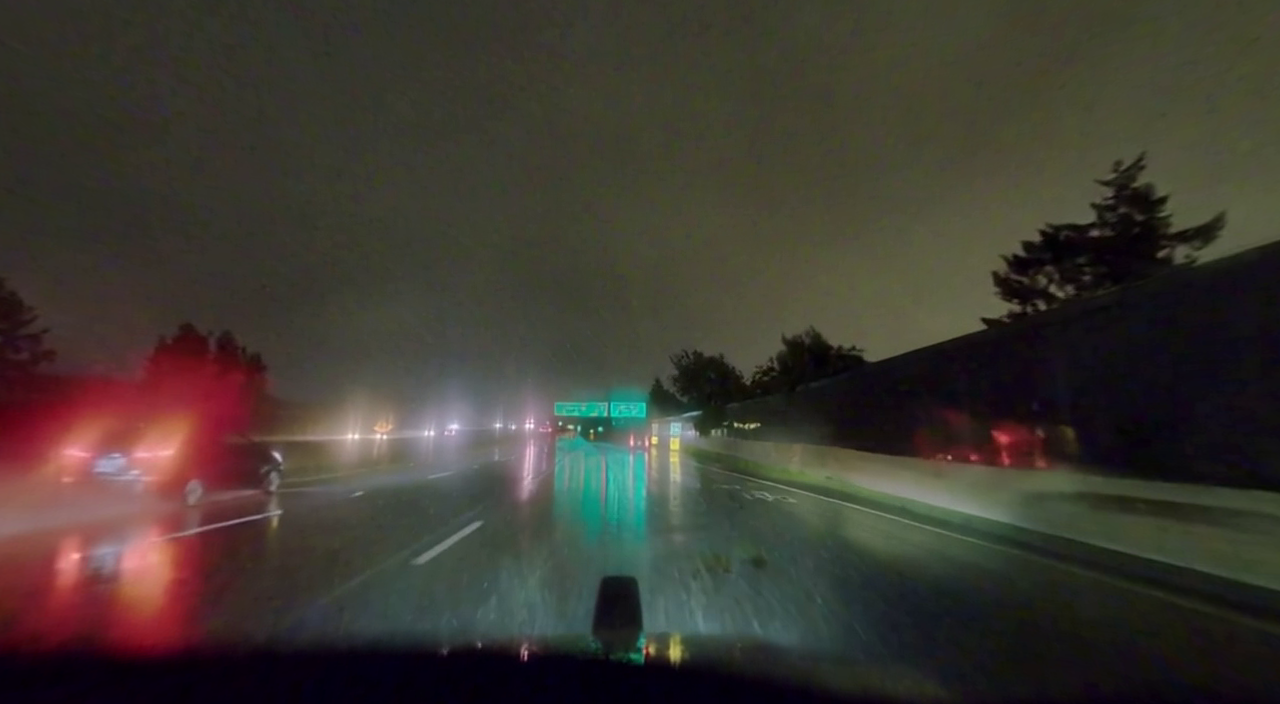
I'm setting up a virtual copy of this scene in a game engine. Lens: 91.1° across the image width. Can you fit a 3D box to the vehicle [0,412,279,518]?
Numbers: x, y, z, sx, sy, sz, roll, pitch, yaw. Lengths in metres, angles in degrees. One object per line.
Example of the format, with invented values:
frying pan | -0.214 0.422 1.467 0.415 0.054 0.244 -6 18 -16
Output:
vehicle | -8.997 1.992 11.689 1.828 1.549 4.846 0 -8 -2
